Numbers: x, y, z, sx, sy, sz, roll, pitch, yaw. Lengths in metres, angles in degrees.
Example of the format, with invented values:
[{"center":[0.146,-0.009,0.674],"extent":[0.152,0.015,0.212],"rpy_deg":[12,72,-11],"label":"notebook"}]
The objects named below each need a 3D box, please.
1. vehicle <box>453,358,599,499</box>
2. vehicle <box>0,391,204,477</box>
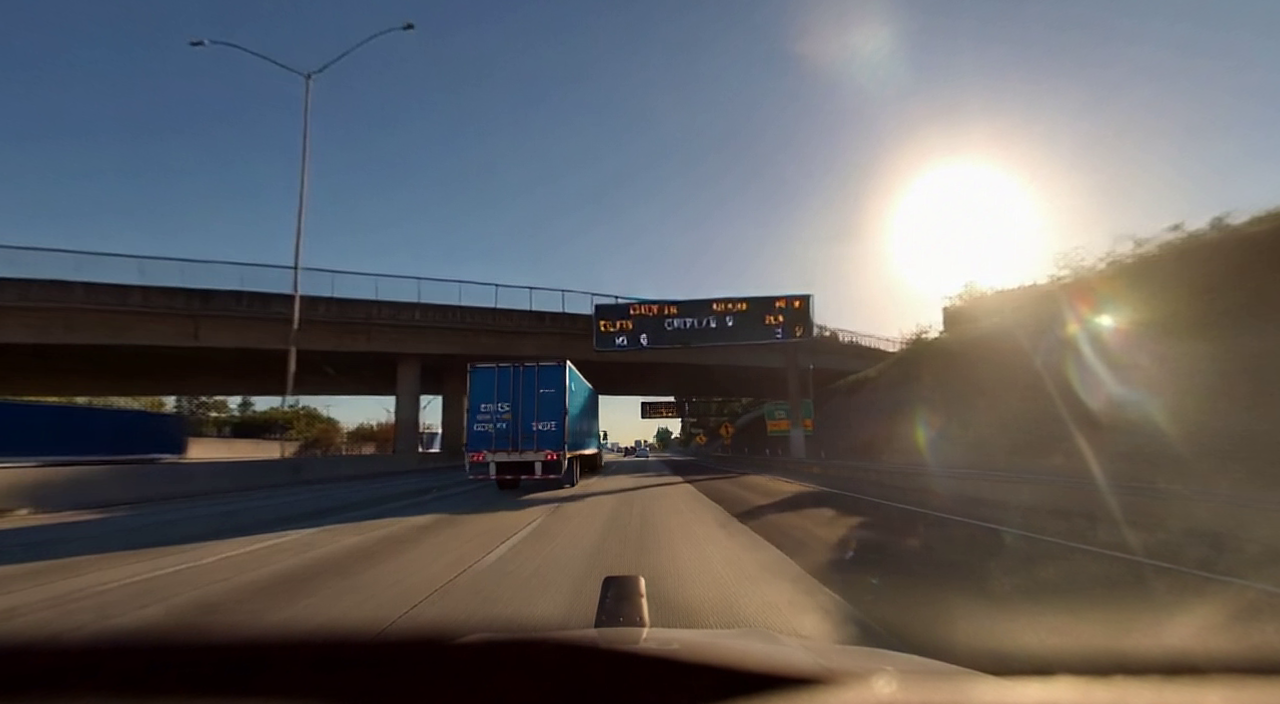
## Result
[{"center":[-3.566,2.964,23.306],"extent":[3.059,3.956,11.036],"rpy_deg":[0,-9,1],"label":"vehicle"},{"center":[-31.610,4.659,34.853],"extent":[2.898,4.019,16.896],"rpy_deg":[0,-9,0],"label":"vehicle"}]
